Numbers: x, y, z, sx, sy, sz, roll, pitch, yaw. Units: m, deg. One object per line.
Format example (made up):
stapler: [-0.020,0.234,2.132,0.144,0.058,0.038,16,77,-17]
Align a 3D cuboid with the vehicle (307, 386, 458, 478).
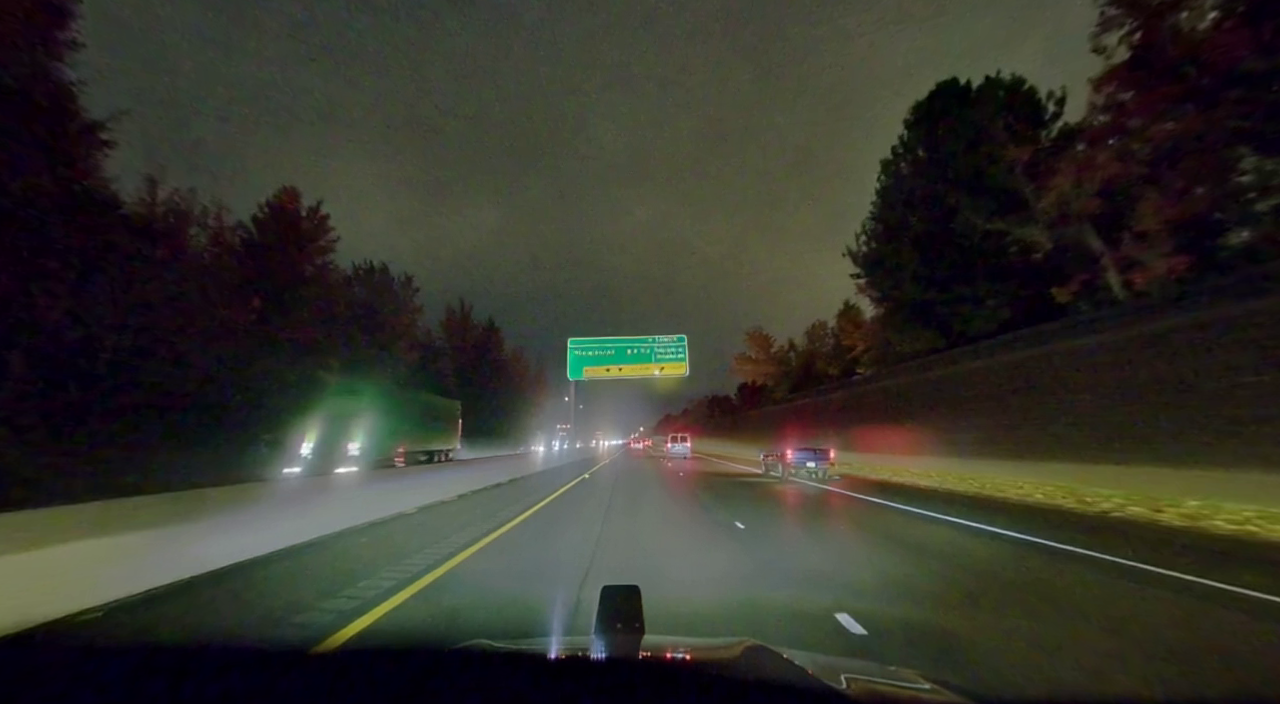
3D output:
vehicle: [-11.798,3.911,30.379,3.001,3.662,10.102,0,-8,0]
